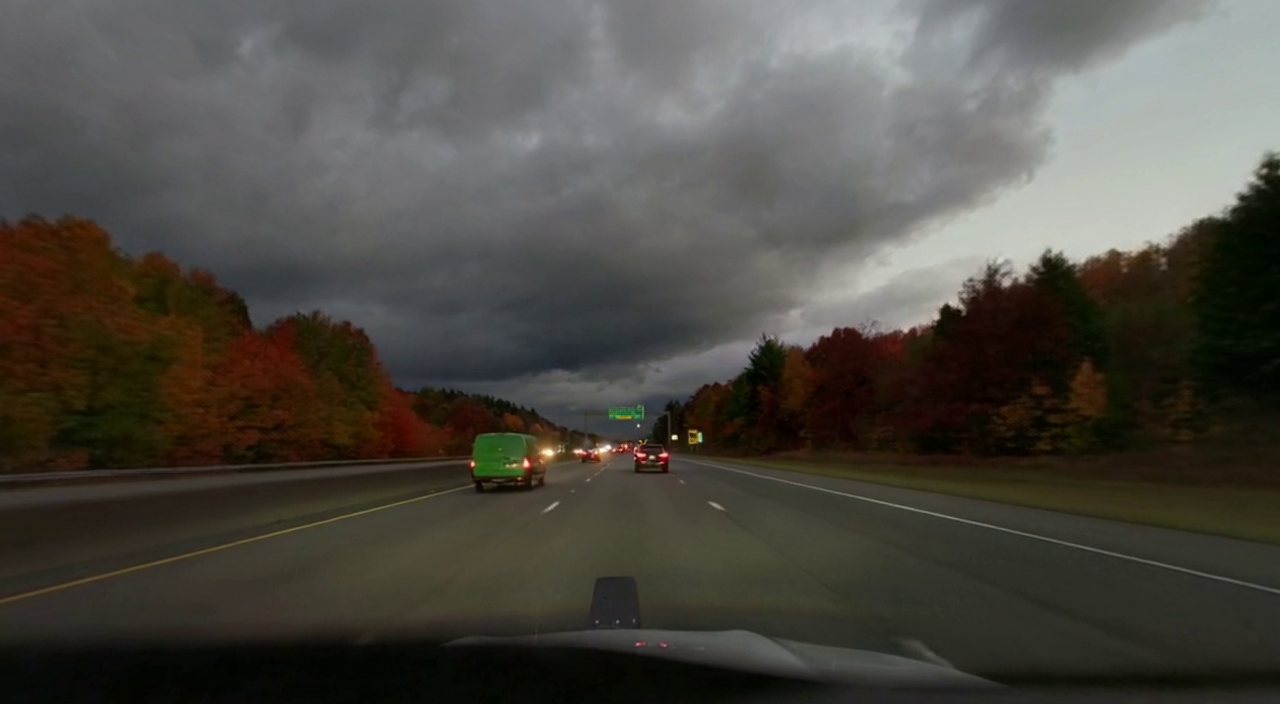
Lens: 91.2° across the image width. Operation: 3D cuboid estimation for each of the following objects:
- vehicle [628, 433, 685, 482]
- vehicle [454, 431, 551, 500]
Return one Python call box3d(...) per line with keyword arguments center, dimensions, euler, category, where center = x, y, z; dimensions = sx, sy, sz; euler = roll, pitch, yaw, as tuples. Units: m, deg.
box3d(center=(0.609, 4.555, 27.248), dimensions=(2.179, 1.930, 4.538), euler=(0, -9, -2), category="vehicle")
box3d(center=(-3.904, 3.303, 18.560), dimensions=(2.021, 1.790, 3.907), euler=(0, -9, -1), category="vehicle")
